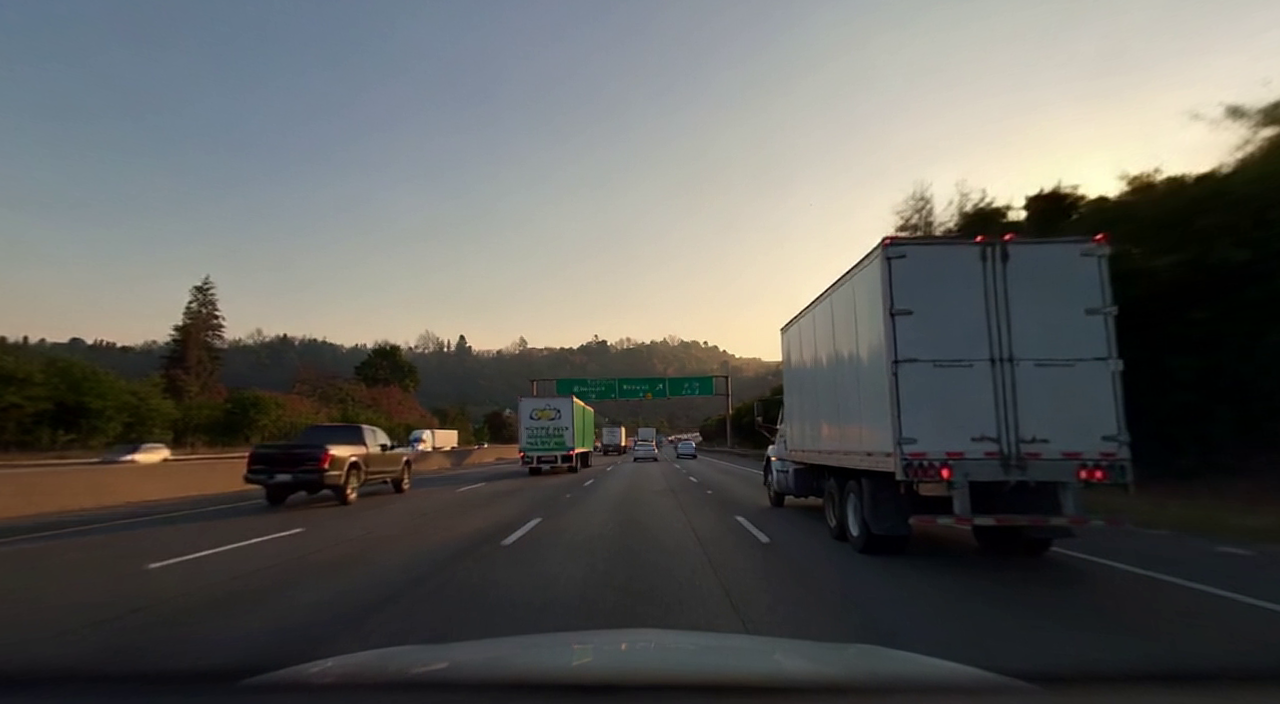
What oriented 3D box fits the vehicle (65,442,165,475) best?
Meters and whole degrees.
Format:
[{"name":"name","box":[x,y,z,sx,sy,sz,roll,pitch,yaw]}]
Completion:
[{"name":"vehicle","box":[-31.693,6.421,38.303,1.995,1.814,4.701,0,-8,0]}]

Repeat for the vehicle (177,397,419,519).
[{"name":"vehicle","box":[-7.193,2.341,14.291,2.322,2.195,5.556,0,-8,0]}]

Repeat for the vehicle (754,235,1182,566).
[{"name":"vehicle","box":[4.043,1.008,10.410,2.895,3.484,7.631,0,-8,0]}]

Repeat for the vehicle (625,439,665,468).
[{"name":"vehicle","box":[0.251,5.719,35.675,2.105,1.502,4.068,0,-8,0]}]

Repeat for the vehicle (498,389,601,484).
[{"name":"vehicle","box":[-3.264,3.379,24.914,2.745,3.156,7.608,0,-8,1]}]
